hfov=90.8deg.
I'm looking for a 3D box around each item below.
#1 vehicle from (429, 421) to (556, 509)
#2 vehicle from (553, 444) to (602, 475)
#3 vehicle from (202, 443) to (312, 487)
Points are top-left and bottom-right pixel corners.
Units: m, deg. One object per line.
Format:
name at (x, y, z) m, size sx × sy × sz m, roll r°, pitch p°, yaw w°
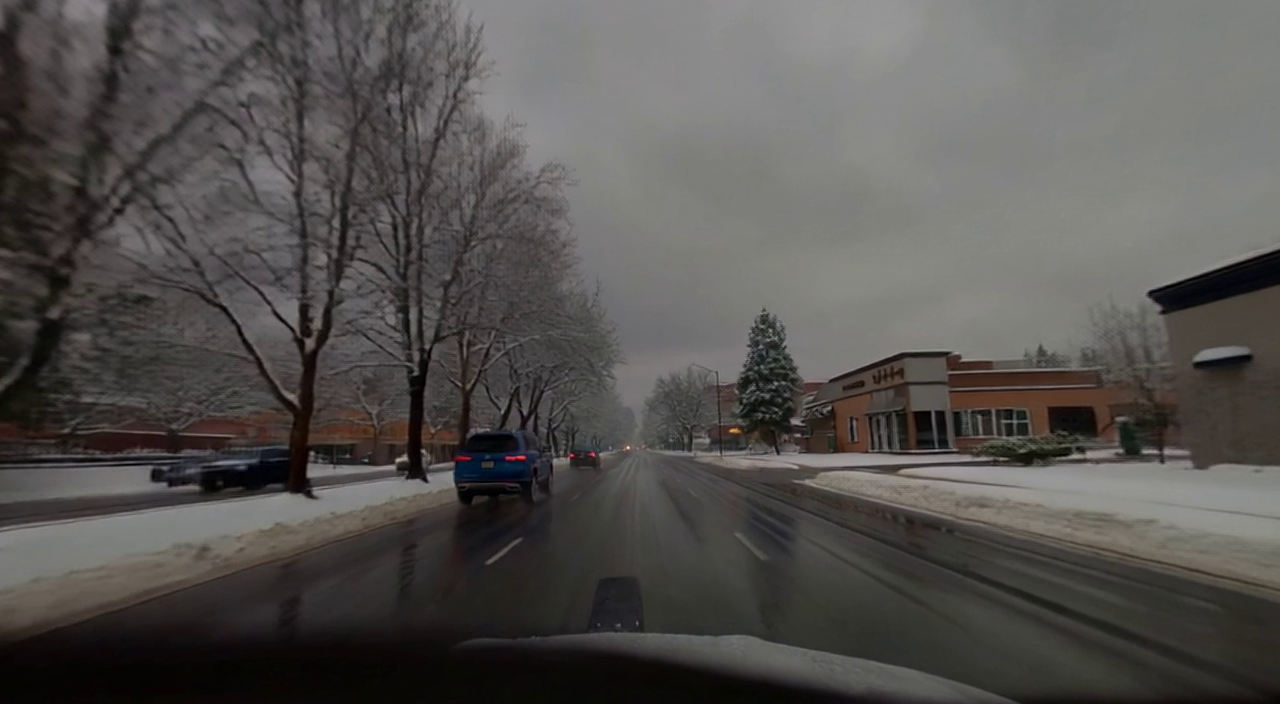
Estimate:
vehicle at (-3.354, 2.683, 15.372) m, size 2.042 × 1.817 × 4.364 m, roll 0°, pitch -9°, yaw -1°
vehicle at (-3.149, 5.530, 32.783) m, size 2.069 × 1.470 × 4.601 m, roll 0°, pitch -9°, yaw 0°
vehicle at (-16.362, 4.819, 27.317) m, size 1.963 × 1.712 × 4.436 m, roll 0°, pitch -9°, yaw 0°
